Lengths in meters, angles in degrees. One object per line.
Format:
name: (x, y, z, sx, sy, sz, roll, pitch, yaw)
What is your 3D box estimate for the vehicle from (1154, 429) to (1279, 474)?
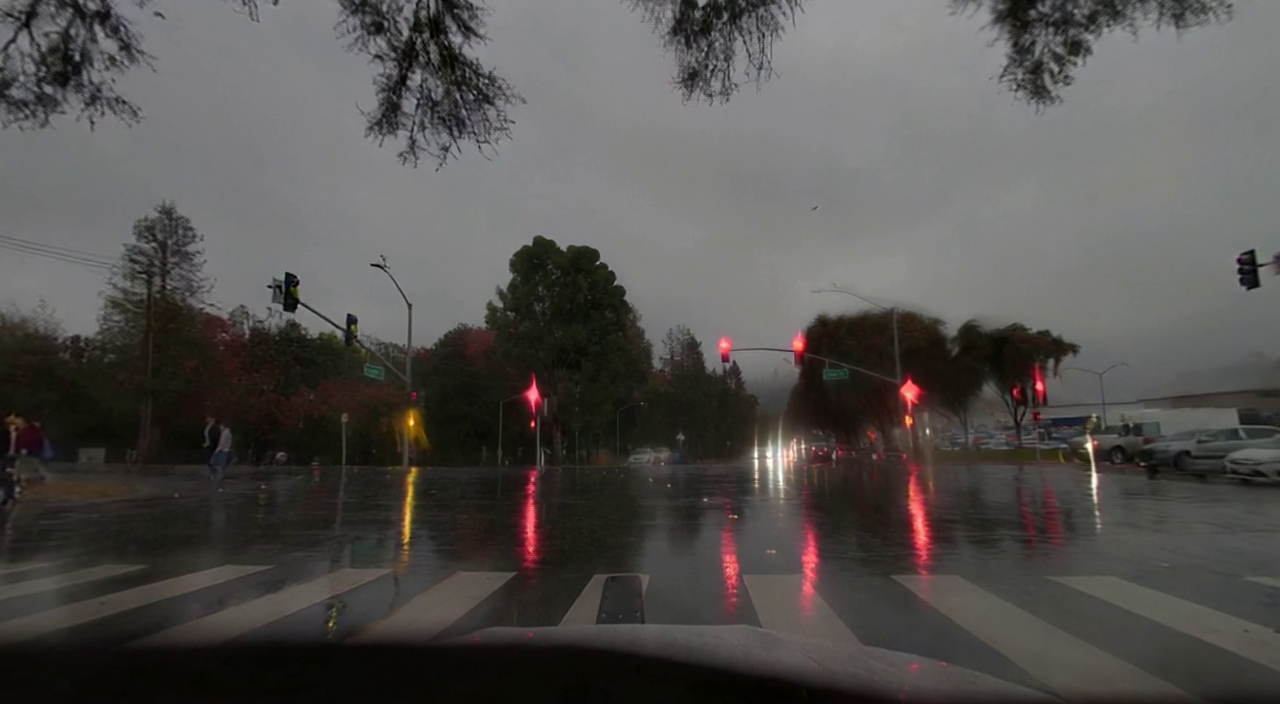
vehicle: (20.956, 3.407, 21.733, 4.740, 1.464, 1.876, -1, -9, 3)

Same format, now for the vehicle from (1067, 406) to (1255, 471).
vehicle: (22.942, 3.862, 28.097, 5.855, 2.746, 2.523, -1, -9, 3)

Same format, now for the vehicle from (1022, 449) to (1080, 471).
vehicle: (27.698, 7.267, 42.692, 1.589, 1.405, 3.633, -1, -9, 4)

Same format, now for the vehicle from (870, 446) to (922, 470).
vehicle: (17.518, 7.245, 43.497, 1.789, 1.557, 4.293, 0, -9, 0)
